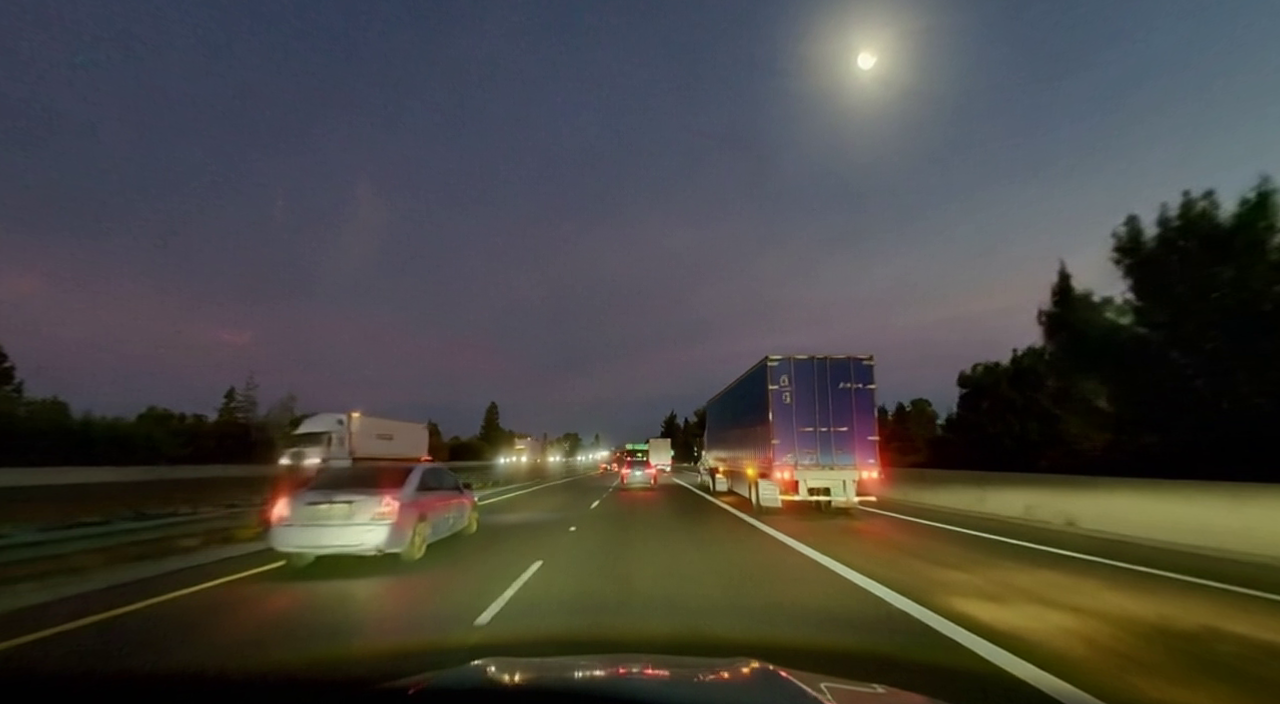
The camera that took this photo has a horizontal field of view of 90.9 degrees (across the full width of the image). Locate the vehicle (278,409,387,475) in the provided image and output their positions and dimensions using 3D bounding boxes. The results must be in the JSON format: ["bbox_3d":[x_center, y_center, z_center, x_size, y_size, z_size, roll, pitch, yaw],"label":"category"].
[{"bbox_3d":[-19.811,5.973,41.396,2.967,3.881,8.316,0,-9,-1],"label":"vehicle"}]

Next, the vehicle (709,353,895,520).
[{"bbox_3d":[4.659,3.122,22.189,2.877,4.035,13.897,0,-9,0],"label":"vehicle"}]

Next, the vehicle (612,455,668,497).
[{"bbox_3d":[-0.005,4.986,25.720,2.089,1.516,4.191,0,-9,-1],"label":"vehicle"}]

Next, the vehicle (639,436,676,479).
[{"bbox_3d":[1.450,8.116,48.449,2.650,2.978,6.937,0,-10,3],"label":"vehicle"}]

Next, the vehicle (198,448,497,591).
[{"bbox_3d":[-3.532,2.083,8.700,2.105,1.467,4.099,0,-9,1],"label":"vehicle"}]
